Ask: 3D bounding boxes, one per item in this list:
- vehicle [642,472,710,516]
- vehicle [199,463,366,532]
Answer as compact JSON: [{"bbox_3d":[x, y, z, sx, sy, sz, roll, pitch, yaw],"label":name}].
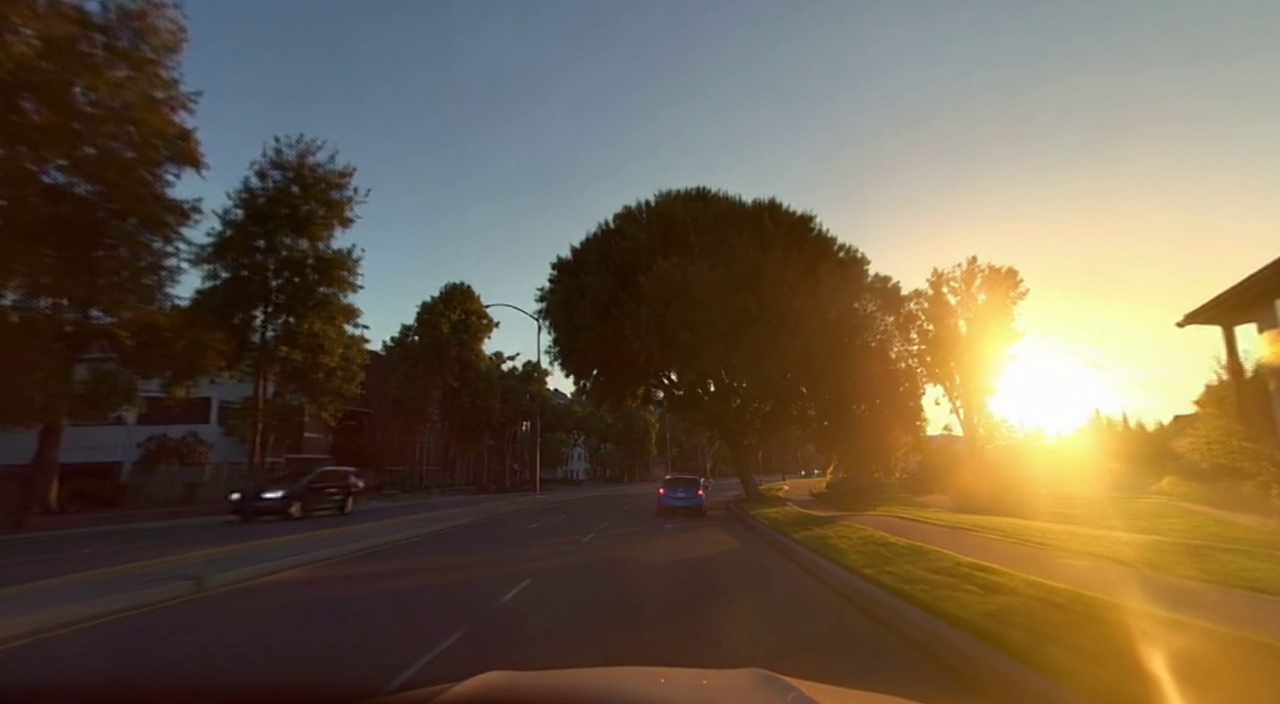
[{"bbox_3d":[1.385,4.824,21.803,1.972,1.250,5.282,-1,-11,7],"label":"vehicle"},{"bbox_3d":[-10.728,4.375,19.451,2.066,1.744,4.771,-4,-11,5],"label":"vehicle"}]
